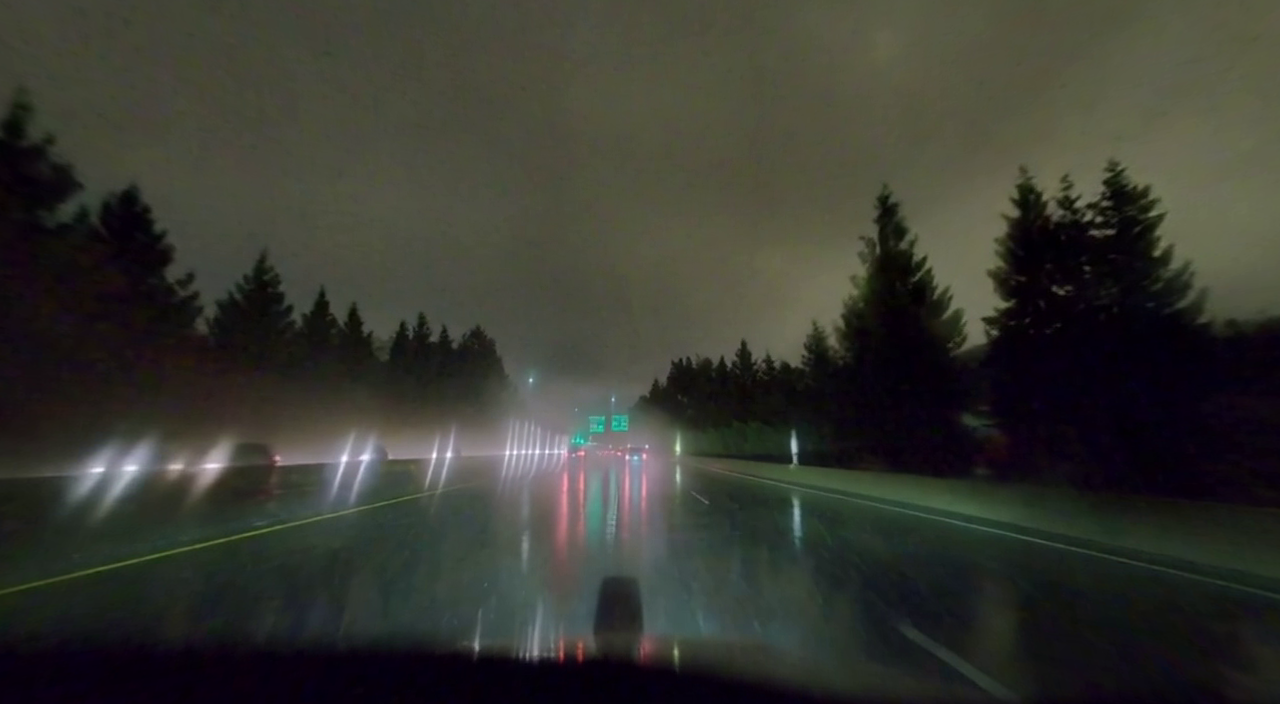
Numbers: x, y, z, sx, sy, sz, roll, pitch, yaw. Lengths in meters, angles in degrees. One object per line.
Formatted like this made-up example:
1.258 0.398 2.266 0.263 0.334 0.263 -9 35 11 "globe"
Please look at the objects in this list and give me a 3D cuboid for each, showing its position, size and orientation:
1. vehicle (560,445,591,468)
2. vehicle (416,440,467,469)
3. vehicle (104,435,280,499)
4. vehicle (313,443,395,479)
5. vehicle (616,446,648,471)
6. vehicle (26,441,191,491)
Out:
-5.004 8.155 48.908 2.098 1.692 4.038 0 -9 -2 "vehicle"
-13.801 7.147 43.822 2.025 1.825 4.804 0 -9 -1 "vehicle"
-12.230 3.150 17.505 1.867 1.566 4.012 0 -9 1 "vehicle"
-13.014 4.977 28.822 1.892 1.515 4.045 0 -9 -1 "vehicle"
-0.584 7.156 42.220 2.084 1.582 3.882 0 -9 -2 "vehicle"
-17.976 3.863 21.557 1.822 1.497 4.474 0 -9 -2 "vehicle"
